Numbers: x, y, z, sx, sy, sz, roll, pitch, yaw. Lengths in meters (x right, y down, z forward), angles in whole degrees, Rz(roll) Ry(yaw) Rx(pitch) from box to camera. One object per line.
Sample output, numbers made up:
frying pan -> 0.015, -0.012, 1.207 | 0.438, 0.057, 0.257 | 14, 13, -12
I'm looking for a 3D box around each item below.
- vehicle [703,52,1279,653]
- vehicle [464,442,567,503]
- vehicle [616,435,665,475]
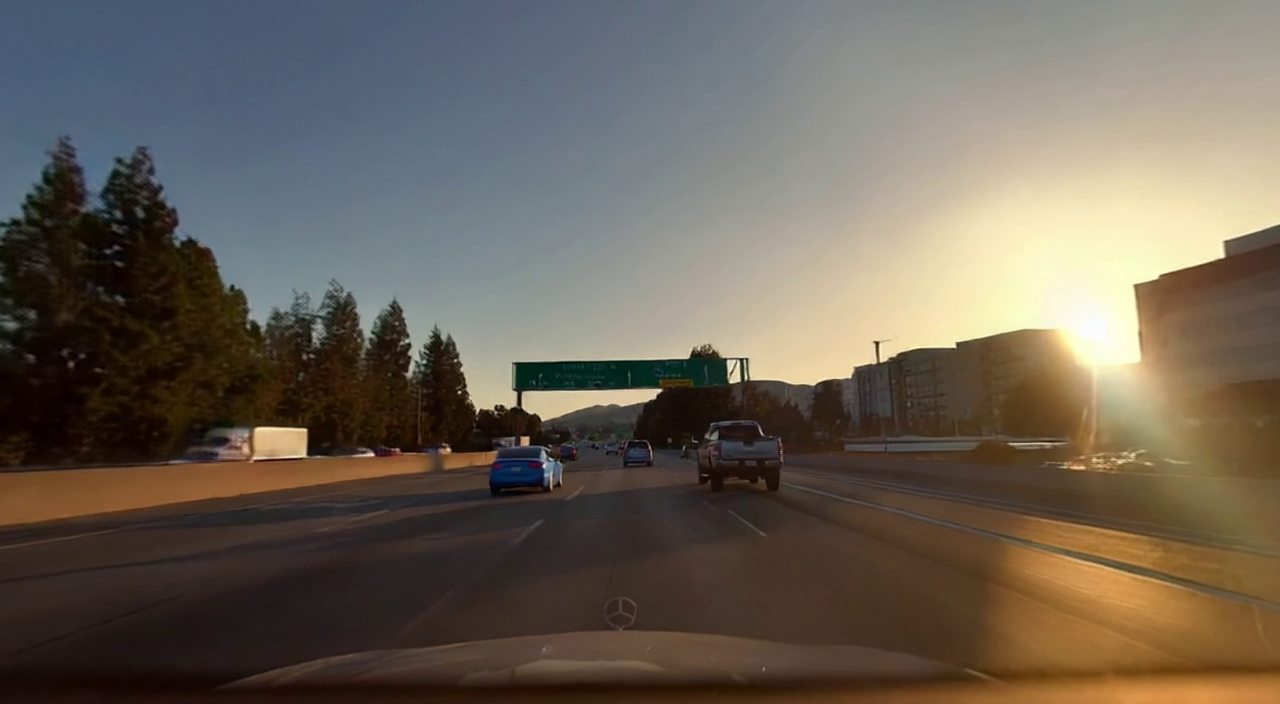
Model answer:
vehicle -> 3.452, 1.012, 11.727 | 2.876, 4.086, 15.117 | 0, -9, -1
vehicle -> -3.177, 3.162, 17.051 | 1.864, 1.406, 4.544 | 0, -9, 0
vehicle -> 0.009, 5.061, 31.156 | 2.203, 1.805, 4.358 | 0, -9, 0
